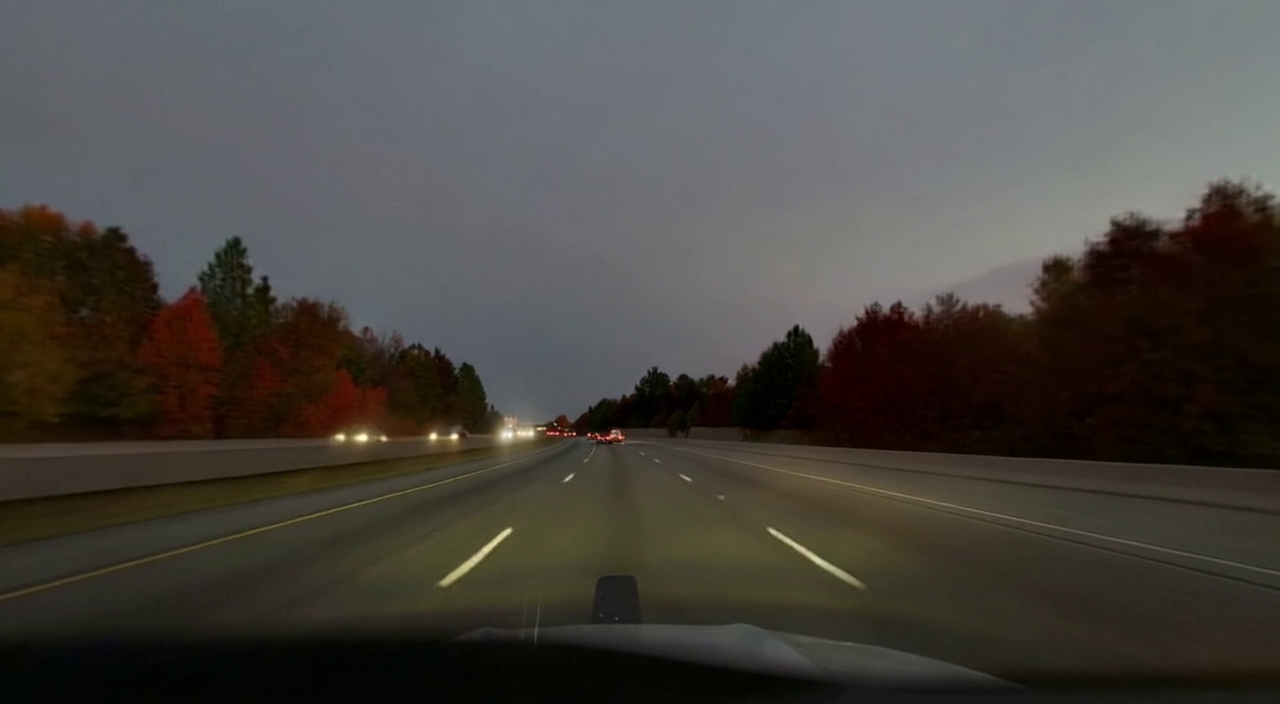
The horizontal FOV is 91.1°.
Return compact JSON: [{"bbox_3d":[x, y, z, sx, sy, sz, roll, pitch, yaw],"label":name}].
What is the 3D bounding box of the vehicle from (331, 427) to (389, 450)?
[{"bbox_3d":[-19.010,5.886,42.867,1.910,1.505,4.760,0,-8,-2],"label":"vehicle"}]
